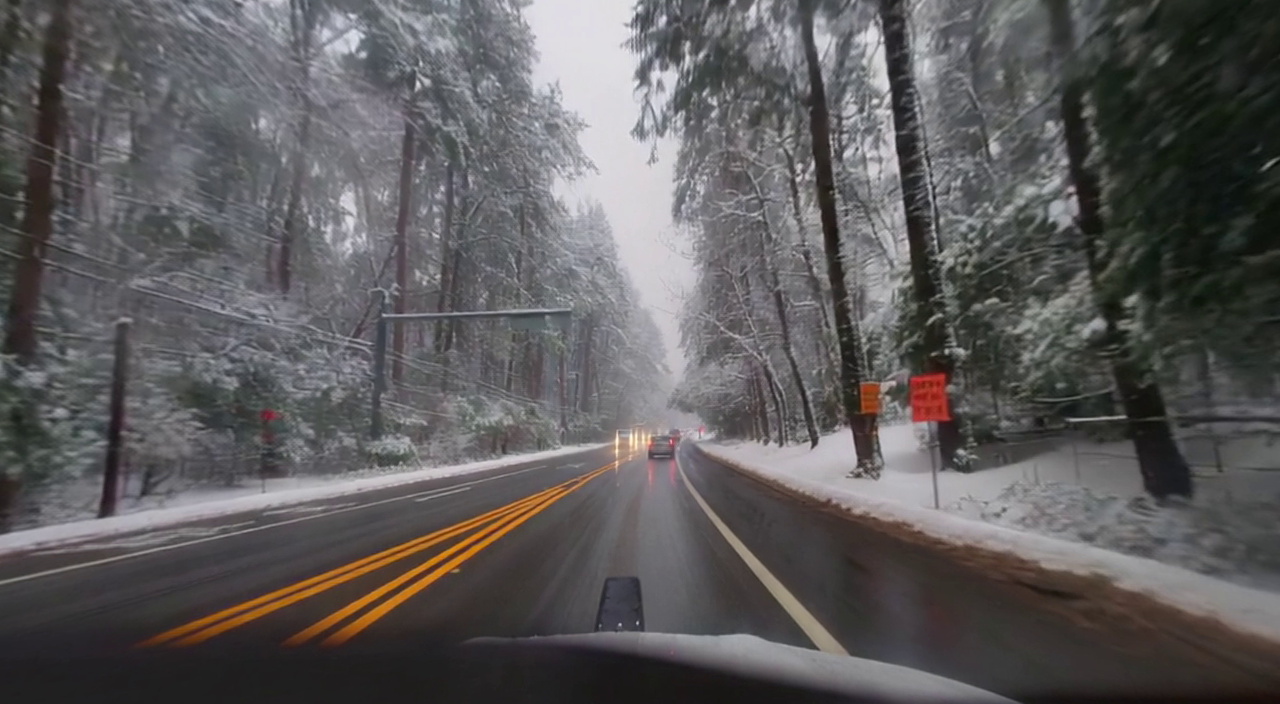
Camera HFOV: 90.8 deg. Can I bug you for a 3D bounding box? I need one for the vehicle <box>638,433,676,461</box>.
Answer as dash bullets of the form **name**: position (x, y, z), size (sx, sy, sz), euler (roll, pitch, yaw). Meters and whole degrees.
- **vehicle**: position (1.000, 5.473, 36.347), size (2.067, 1.486, 3.861), euler (0, -8, 3)
